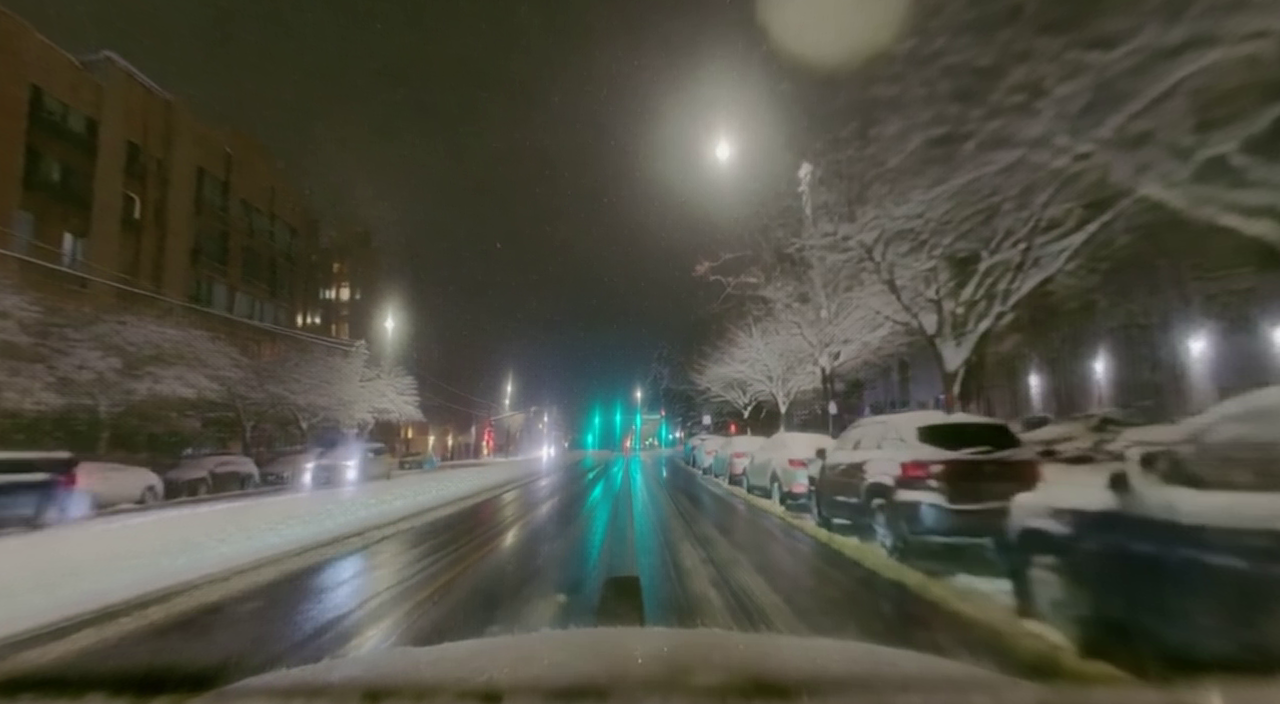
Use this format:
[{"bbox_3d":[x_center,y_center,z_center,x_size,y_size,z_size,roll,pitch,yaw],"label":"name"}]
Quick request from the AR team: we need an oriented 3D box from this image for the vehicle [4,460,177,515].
[{"bbox_3d":[-17.965,4.409,21.026,1.780,1.463,4.573,0,-8,-2],"label":"vehicle"}]

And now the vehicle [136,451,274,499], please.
[{"bbox_3d":[-18.085,5.096,26.714,2.037,1.694,5.511,0,-8,-1],"label":"vehicle"}]

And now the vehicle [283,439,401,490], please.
[{"bbox_3d":[-11.251,4.245,24.340,2.127,1.752,4.889,0,-8,0],"label":"vehicle"}]

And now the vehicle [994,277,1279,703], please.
[{"bbox_3d":[3.409,0.624,1.990,1.935,1.920,4.397,0,-8,-1],"label":"vehicle"}]
